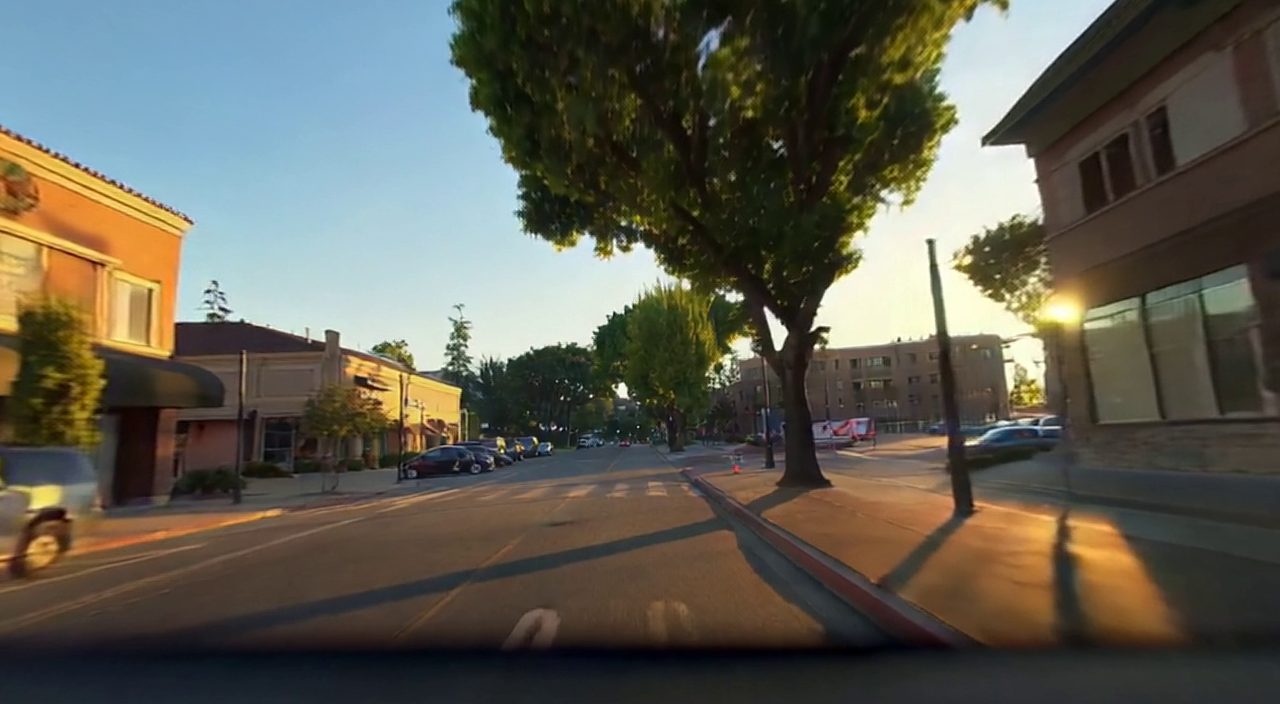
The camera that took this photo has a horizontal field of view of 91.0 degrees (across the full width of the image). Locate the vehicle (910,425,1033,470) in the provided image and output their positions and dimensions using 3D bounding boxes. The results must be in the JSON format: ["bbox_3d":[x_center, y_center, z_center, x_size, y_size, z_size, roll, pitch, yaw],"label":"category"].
[{"bbox_3d":[11.733,3.419,22.684,1.950,1.429,4.589,0,-8,0],"label":"vehicle"}]

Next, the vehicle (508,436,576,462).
[{"bbox_3d":[-6.993,6.977,45.470,2.050,1.758,4.585,-7,-11,41],"label":"vehicle"}]

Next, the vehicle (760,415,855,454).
[{"bbox_3d":[10.867,5.375,41.075,5.453,1.794,2.011,-7,-6,-1],"label":"vehicle"}]

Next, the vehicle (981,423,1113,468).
[{"bbox_3d":[14.734,3.445,23.150,1.934,1.477,4.373,0,-8,0],"label":"vehicle"}]

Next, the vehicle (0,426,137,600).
[{"bbox_3d":[-7.481,1.600,5.900,1.950,1.743,4.312,-1,-7,0],"label":"vehicle"}]

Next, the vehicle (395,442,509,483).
[{"bbox_3d":[-8.738,5.131,29.520,1.879,1.543,4.778,-13,-13,43],"label":"vehicle"}]

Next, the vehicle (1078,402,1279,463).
[{"bbox_3d":[19.483,3.023,23.216,2.266,1.971,5.467,1,-8,-6],"label":"vehicle"}]
